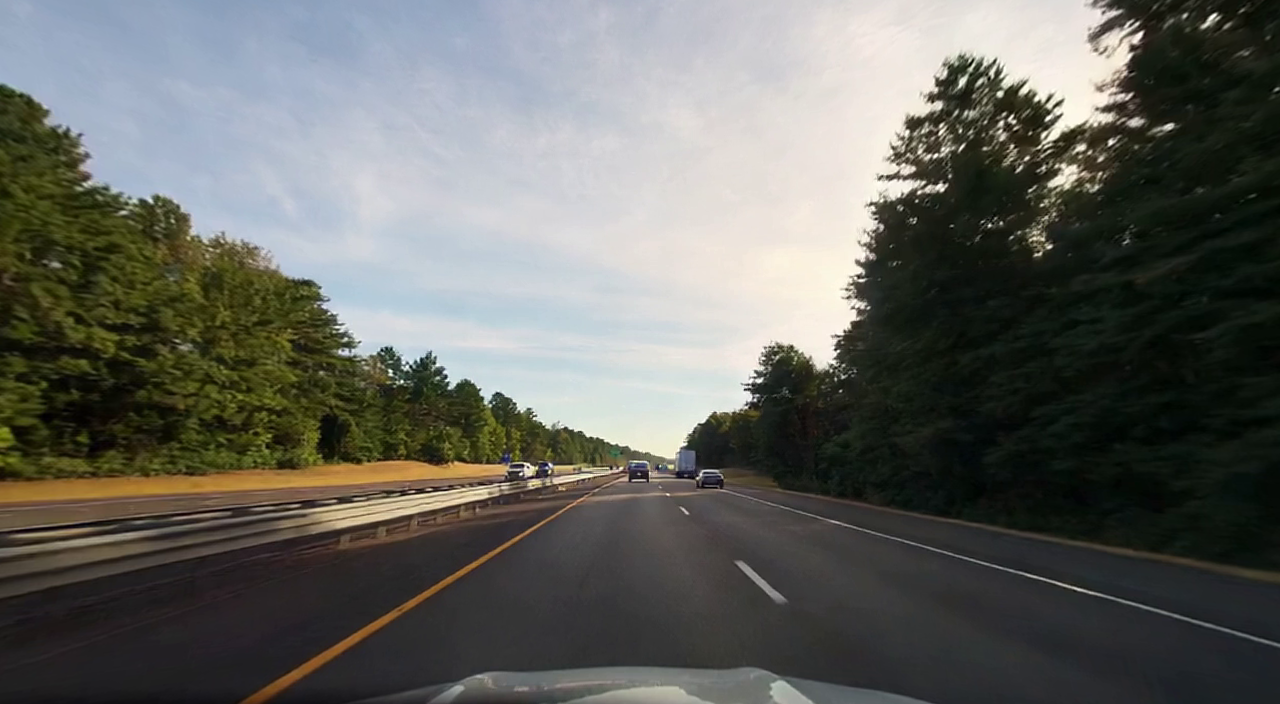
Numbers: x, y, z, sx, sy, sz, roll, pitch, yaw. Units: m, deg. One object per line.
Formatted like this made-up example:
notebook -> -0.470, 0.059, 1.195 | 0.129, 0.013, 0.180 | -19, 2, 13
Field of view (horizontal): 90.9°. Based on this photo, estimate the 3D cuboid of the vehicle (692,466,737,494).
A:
vehicle -> 4.500, 7.805, 38.670 | 2.073, 1.532, 4.969 | 1, -10, -1

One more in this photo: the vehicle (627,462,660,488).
vehicle -> 0.278, 8.786, 45.249 | 2.212, 1.717, 4.452 | 1, -10, 1
